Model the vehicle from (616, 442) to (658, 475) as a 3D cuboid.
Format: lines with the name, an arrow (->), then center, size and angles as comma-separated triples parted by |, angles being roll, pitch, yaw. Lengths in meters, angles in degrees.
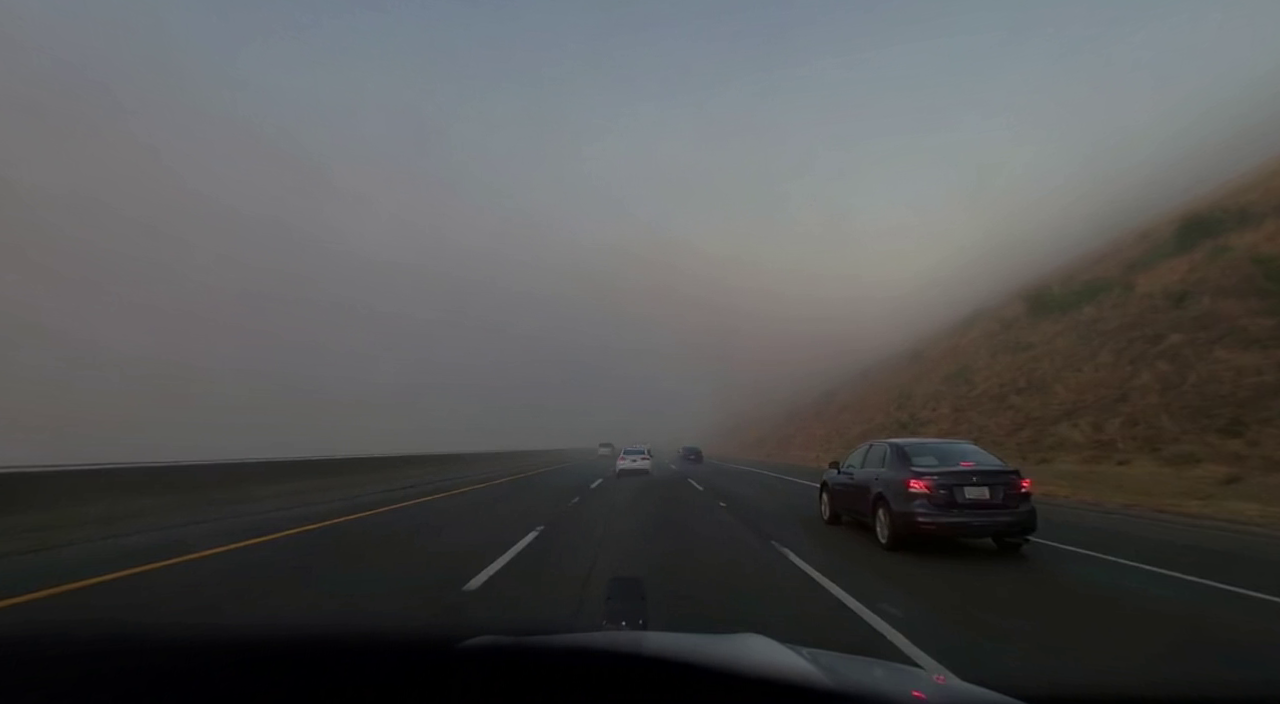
vehicle -> -0.089, 5.396, 32.259 | 1.986, 1.576, 4.312 | 0, -8, 1

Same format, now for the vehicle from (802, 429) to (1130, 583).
vehicle -> 3.795, 1.839, 8.479 | 2.020, 1.500, 4.416 | 0, -8, 0
